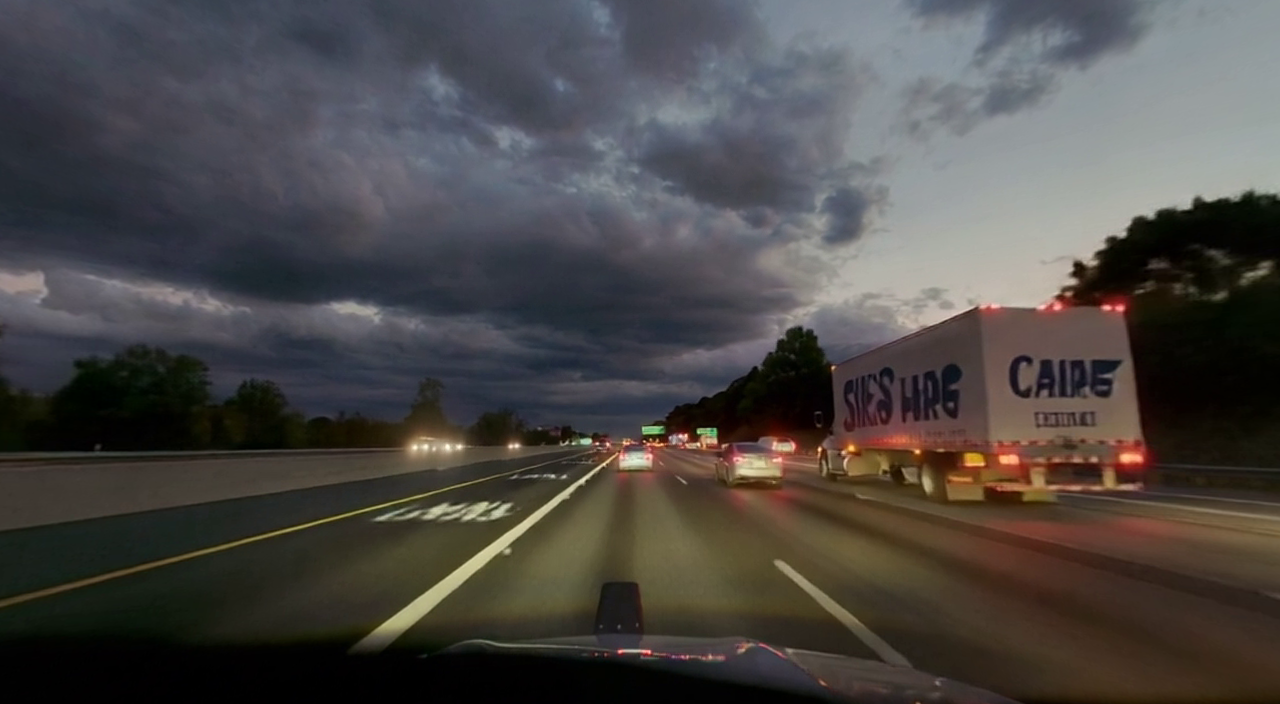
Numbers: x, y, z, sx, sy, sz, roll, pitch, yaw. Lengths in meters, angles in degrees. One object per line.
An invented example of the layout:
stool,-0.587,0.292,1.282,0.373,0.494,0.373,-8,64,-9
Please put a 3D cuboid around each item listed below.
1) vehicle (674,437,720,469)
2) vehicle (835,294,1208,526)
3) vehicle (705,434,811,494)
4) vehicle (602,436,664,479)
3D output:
vehicle,2.908,5.235,32.951,1.856,1.517,4.198,0,-9,-2
vehicle,7.305,1.505,14.283,2.799,3.655,8.627,0,-9,-1
vehicle,3.205,3.167,18.271,1.993,1.504,4.781,0,-9,-2
vehicle,-0.272,3.923,23.752,2.098,1.475,3.997,0,-8,-1
